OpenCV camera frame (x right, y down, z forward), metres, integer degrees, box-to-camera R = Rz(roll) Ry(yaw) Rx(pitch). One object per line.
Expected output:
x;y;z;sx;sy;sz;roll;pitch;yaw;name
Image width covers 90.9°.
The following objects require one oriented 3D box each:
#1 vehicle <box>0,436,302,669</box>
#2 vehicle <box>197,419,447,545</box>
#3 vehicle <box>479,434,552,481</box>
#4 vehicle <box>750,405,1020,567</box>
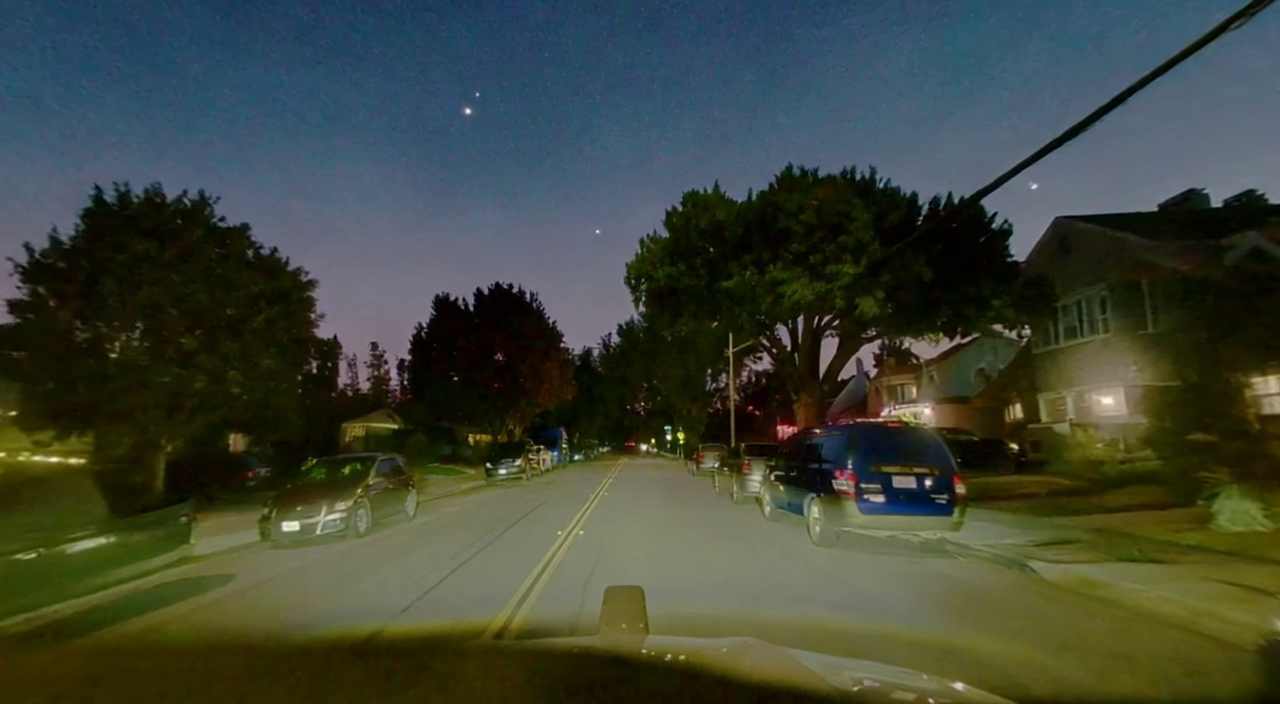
-5.411;1.566;5.692;2.134;1.569;4.628;0;-8;0;vehicle
-5.377;2.242;11.623;2.163;1.818;4.697;0;-8;0;vehicle
-5.247;4.497;27.223;2.090;1.855;4.494;0;-8;2;vehicle
3.240;1.891;9.759;2.059;1.824;5.045;0;-8;-1;vehicle
